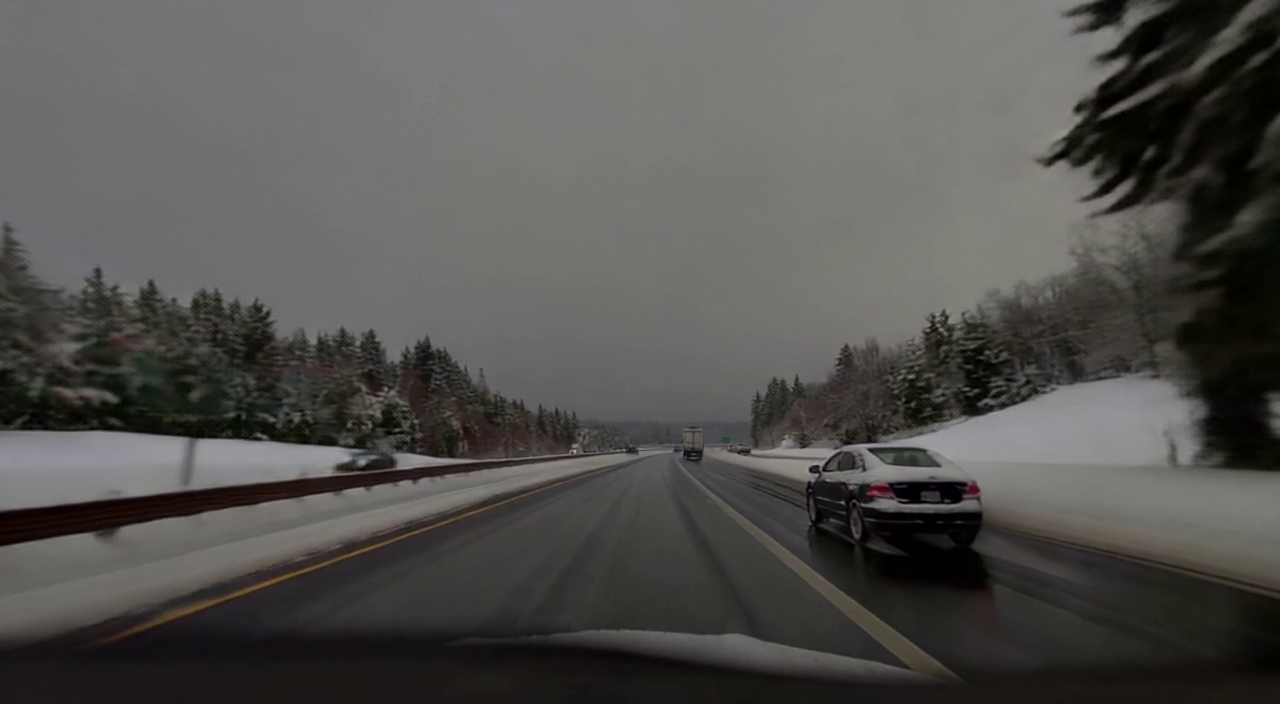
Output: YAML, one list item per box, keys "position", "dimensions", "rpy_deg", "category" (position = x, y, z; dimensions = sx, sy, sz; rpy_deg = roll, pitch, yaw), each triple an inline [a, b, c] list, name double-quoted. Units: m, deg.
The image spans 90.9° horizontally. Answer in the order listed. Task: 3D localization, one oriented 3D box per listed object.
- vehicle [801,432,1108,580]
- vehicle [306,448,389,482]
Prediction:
- position: [3.707, 1.876, 8.488]
  dimensions: [1.938, 1.456, 4.204]
  rpy_deg: [0, -9, 0]
  category: "vehicle"
- position: [-15.557, 6.029, 33.892]
  dimensions: [2.005, 1.651, 4.817]
  rpy_deg: [-1, -9, 2]
  category: "vehicle"
